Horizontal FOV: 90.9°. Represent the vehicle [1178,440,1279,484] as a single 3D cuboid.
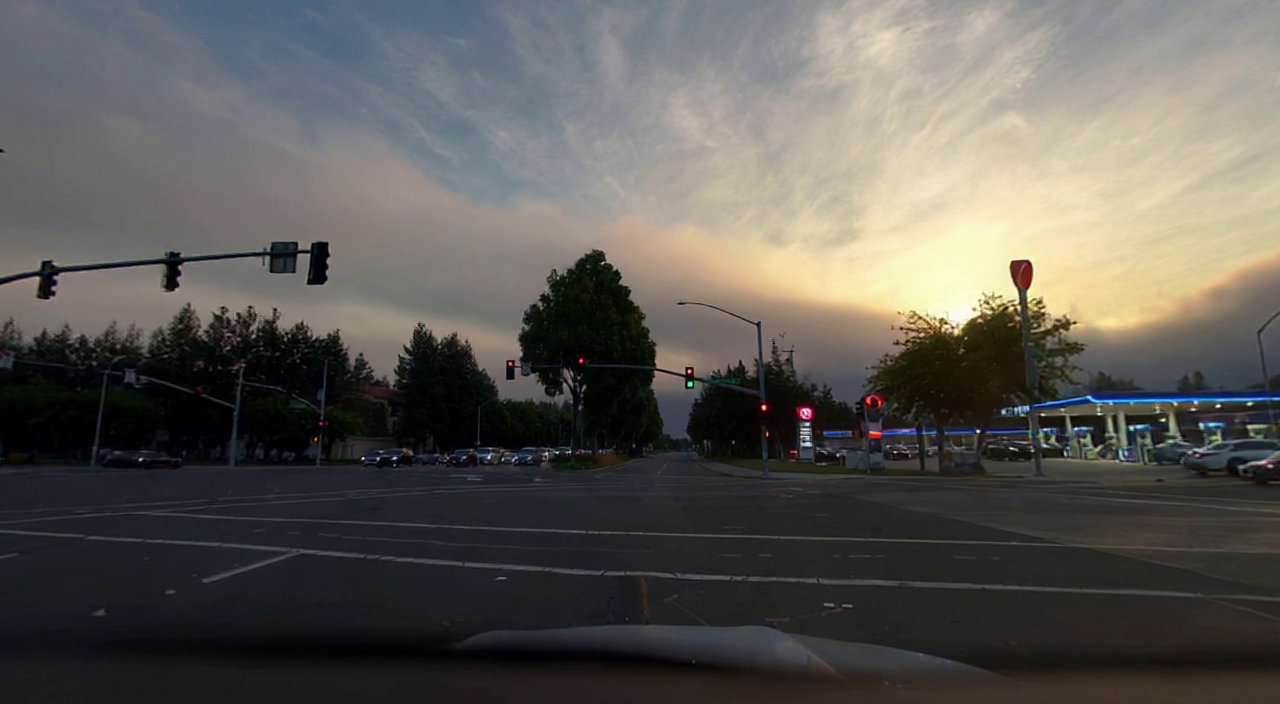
[{"bbox_3d":[22.101,3.779,21.828,4.716,1.455,2.060,-3,-9,17],"label":"vehicle"}]
